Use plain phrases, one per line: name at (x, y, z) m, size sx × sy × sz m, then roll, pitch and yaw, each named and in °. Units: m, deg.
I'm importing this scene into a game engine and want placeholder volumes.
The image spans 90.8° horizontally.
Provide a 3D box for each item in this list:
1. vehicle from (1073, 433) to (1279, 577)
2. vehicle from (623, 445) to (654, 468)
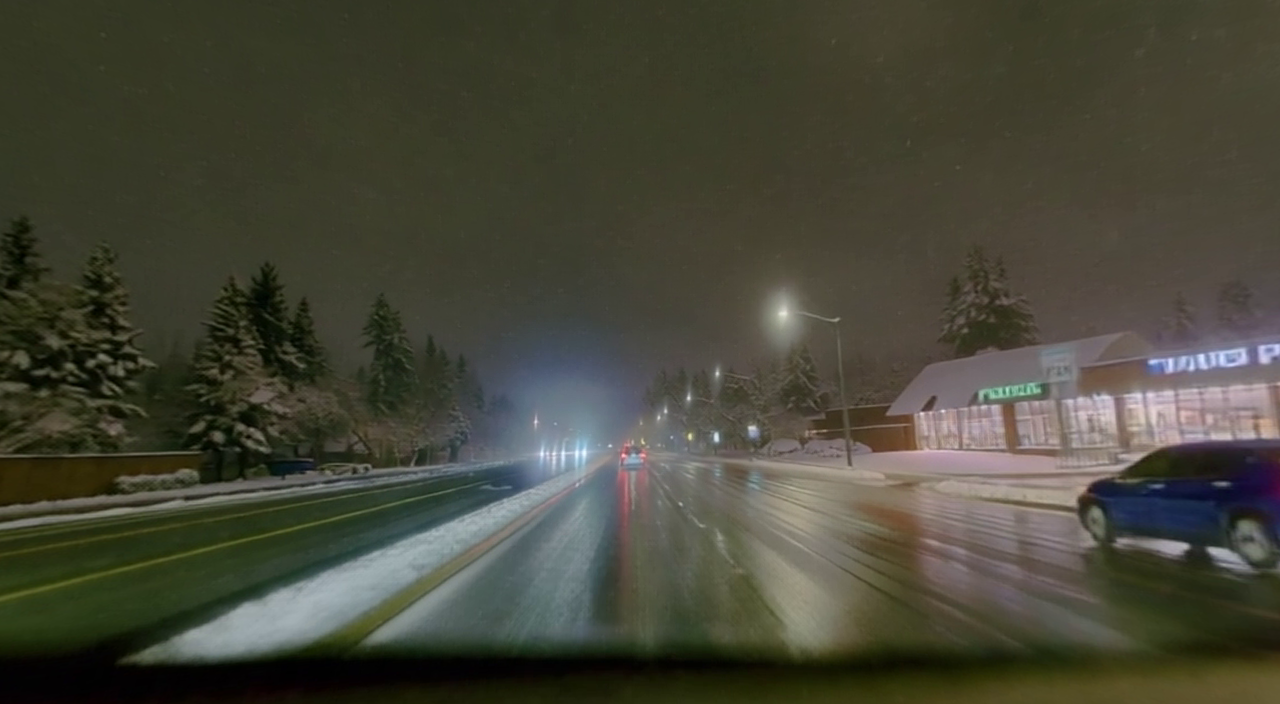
vehicle at (7.543, 1.740, 7.604) m, size 1.849 × 1.464 × 4.119 m, roll 0°, pitch -8°, yaw 2°
vehicle at (-0.144, 7.100, 43.117) m, size 2.027 × 1.494 × 3.942 m, roll 0°, pitch -8°, yaw -1°
